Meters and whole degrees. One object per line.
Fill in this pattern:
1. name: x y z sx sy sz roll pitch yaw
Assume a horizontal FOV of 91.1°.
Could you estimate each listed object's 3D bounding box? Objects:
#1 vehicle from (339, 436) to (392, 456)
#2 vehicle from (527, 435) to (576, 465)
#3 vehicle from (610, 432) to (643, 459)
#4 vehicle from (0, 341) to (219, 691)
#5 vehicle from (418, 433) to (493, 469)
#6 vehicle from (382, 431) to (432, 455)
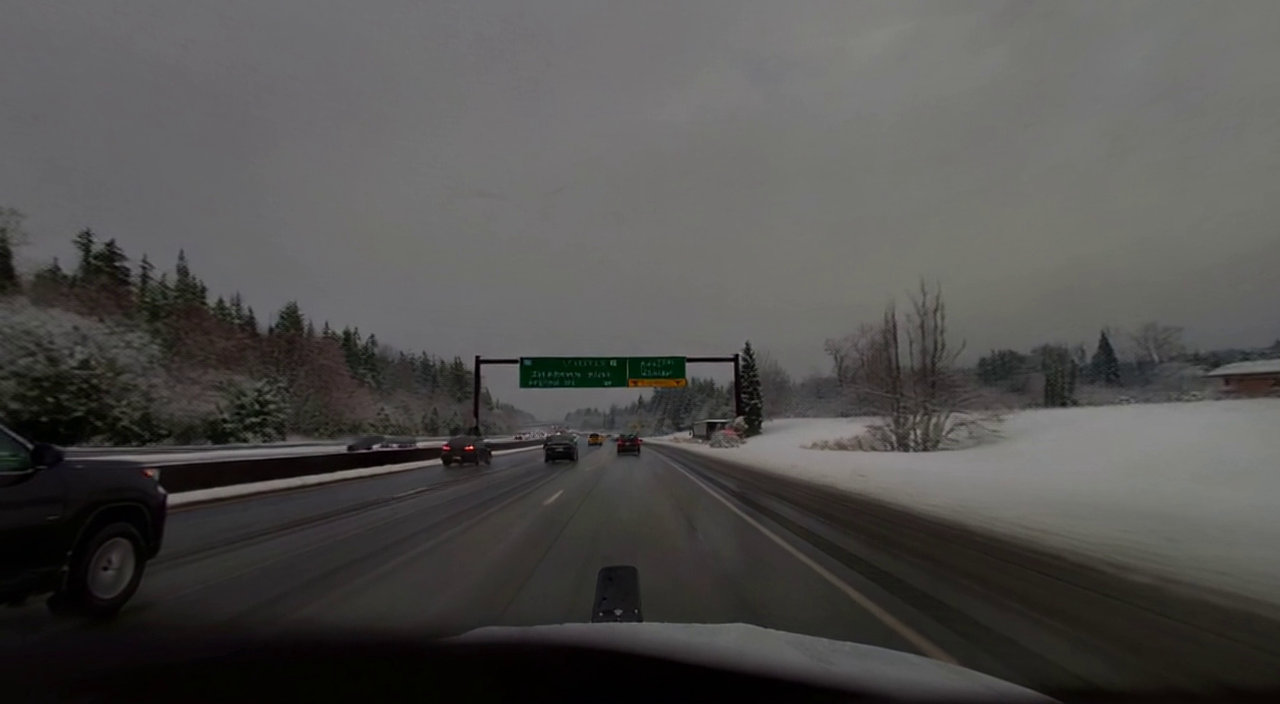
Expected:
1. vehicle: -20.720 7.095 47.654 1.893 1.463 4.702 0 -8 0
2. vehicle: -4.454 4.974 32.194 1.909 1.445 4.087 0 -8 0
3. vehicle: -0.868 5.964 40.357 2.002 1.611 3.778 0 -8 -1
4. vehicle: -4.337 0.791 2.759 1.971 1.822 4.366 0 -8 -1
5. vehicle: -8.303 4.489 28.855 1.953 1.524 4.863 0 -8 0
6. vehicle: -16.432 6.447 44.550 1.903 1.612 4.379 0 -8 0
